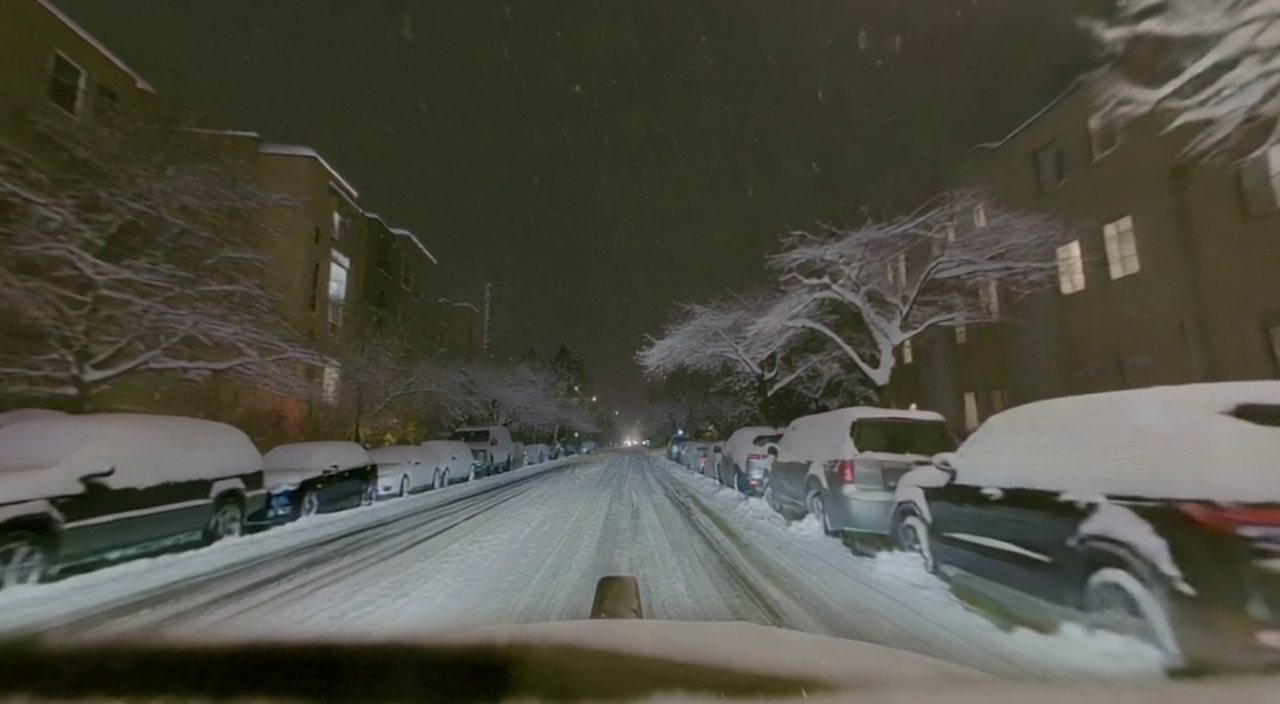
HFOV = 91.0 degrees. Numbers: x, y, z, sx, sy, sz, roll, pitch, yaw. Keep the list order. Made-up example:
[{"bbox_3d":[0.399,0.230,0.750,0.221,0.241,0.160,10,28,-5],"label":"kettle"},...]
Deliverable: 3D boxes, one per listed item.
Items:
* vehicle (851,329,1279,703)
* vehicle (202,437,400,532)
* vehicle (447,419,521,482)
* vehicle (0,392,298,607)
[{"bbox_3d":[3.895,1.206,5.451,2.214,1.885,5.268,0,-8,-1],"label":"vehicle"},{"bbox_3d":[-7.232,2.826,14.124,1.978,1.721,4.589,-1,-9,-2],"label":"vehicle"},{"bbox_3d":[-7.544,4.851,31.154,2.294,2.707,6.199,-2,-9,-2],"label":"vehicle"},{"bbox_3d":[-7.330,1.861,8.391,2.205,2.051,6.109,-3,-9,-1],"label":"vehicle"}]
